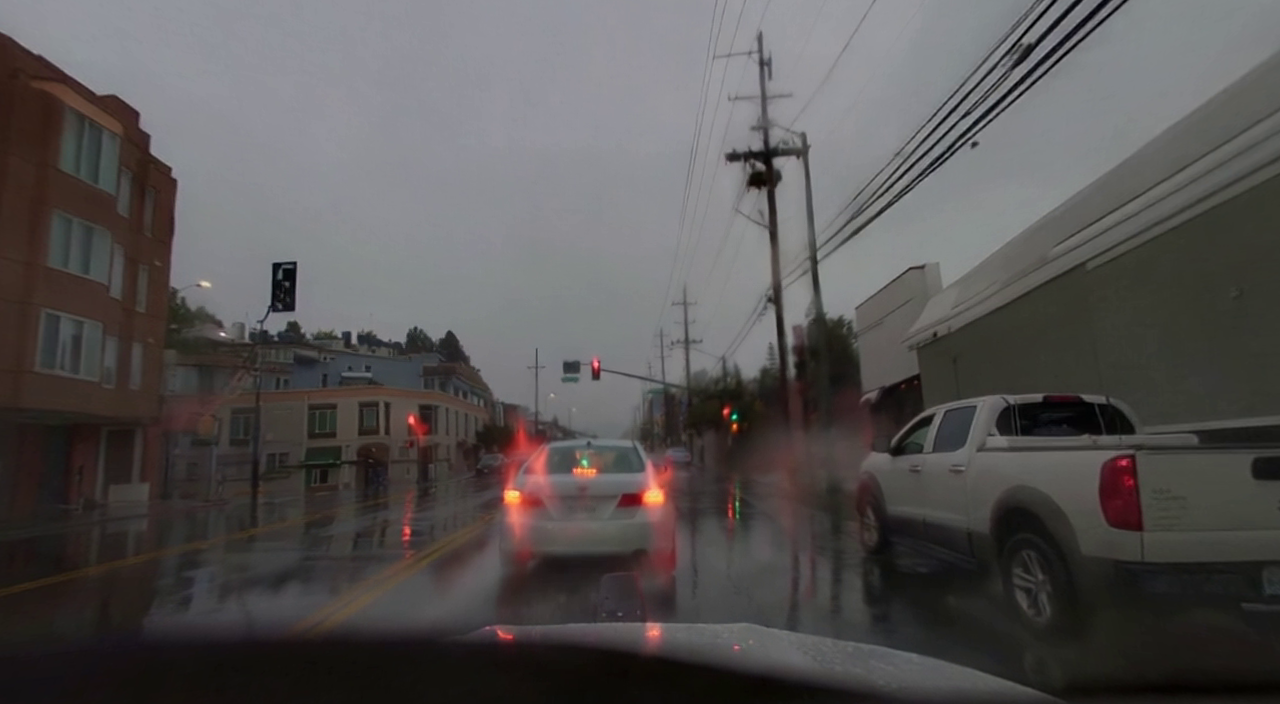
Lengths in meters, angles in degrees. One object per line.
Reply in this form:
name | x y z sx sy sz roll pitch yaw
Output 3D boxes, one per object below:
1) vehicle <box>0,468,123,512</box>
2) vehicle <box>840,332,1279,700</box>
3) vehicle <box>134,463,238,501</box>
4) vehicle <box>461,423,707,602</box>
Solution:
vehicle | -24.764 5.859 26.937 3.891 1.538 1.698 -4 -11 0
vehicle | 3.836 1.216 5.909 2.248 1.945 5.011 0 -8 0
vehicle | -25.341 7.266 35.381 4.337 1.739 1.981 -5 -11 1
vehicle | -0.472 1.633 7.339 2.019 1.453 4.129 0 -8 0
